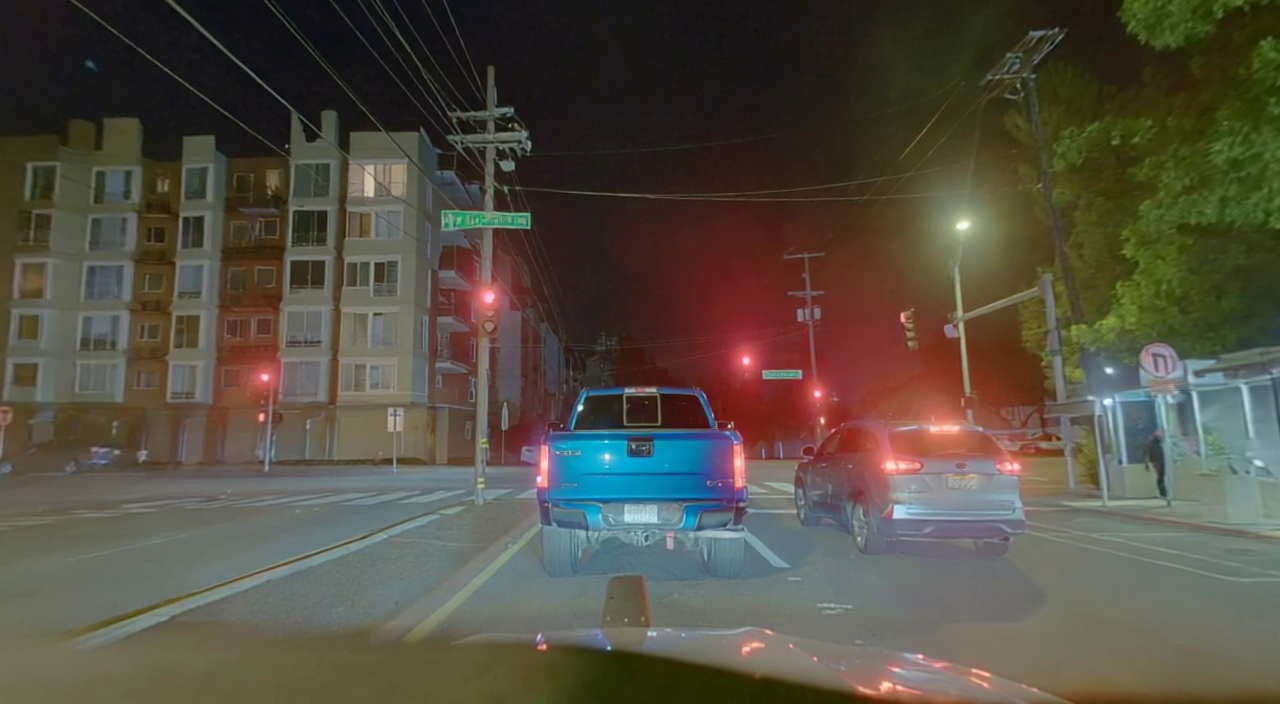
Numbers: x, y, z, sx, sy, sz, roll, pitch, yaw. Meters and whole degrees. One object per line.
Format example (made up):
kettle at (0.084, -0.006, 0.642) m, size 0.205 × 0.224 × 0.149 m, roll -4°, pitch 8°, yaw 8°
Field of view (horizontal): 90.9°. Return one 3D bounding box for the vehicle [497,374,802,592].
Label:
vehicle at (0.110, 1.552, 8.301) m, size 2.738 × 1.959 × 5.070 m, roll 0°, pitch -8°, yaw 1°

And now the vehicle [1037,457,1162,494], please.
vehicle at (21.892, 5.875, 30.154) m, size 4.498 × 1.618 × 1.843 m, roll 0°, pitch -8°, yaw 0°

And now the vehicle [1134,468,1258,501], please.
vehicle at (26.369, 6.280, 29.990) m, size 4.071 × 1.388 × 1.884 m, roll 0°, pitch -8°, yaw 1°

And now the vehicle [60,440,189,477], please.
vehicle at (-24.848, 5.140, 30.468) m, size 4.563 × 1.692 × 1.778 m, roll 0°, pitch -8°, yaw -1°

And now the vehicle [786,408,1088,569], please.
vehicle at (3.840, 1.860, 9.399) m, size 2.131 × 1.759 × 4.762 m, roll 0°, pitch -8°, yaw -1°
